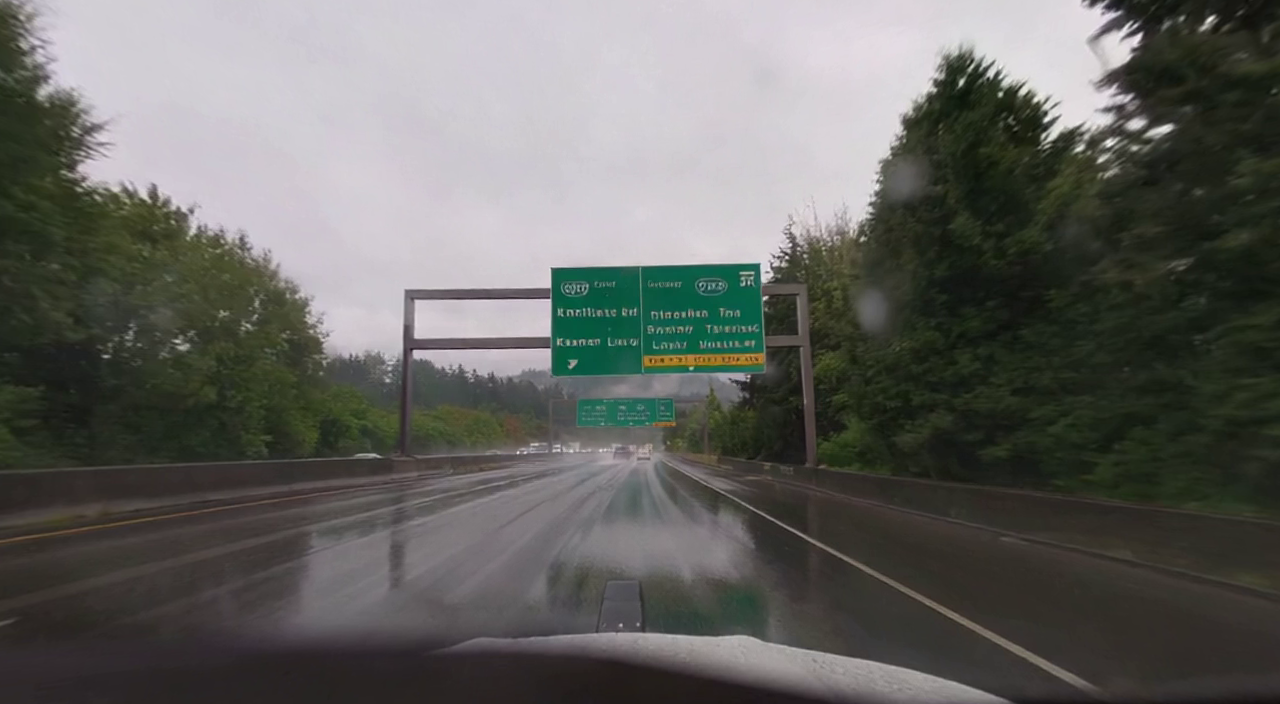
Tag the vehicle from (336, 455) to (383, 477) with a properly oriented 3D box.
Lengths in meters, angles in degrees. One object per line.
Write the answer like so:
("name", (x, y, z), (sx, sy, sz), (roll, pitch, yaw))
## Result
("vehicle", (-20.489, 8.310, 46.219), (1.658, 1.394, 3.896), (3, -9, -2))
